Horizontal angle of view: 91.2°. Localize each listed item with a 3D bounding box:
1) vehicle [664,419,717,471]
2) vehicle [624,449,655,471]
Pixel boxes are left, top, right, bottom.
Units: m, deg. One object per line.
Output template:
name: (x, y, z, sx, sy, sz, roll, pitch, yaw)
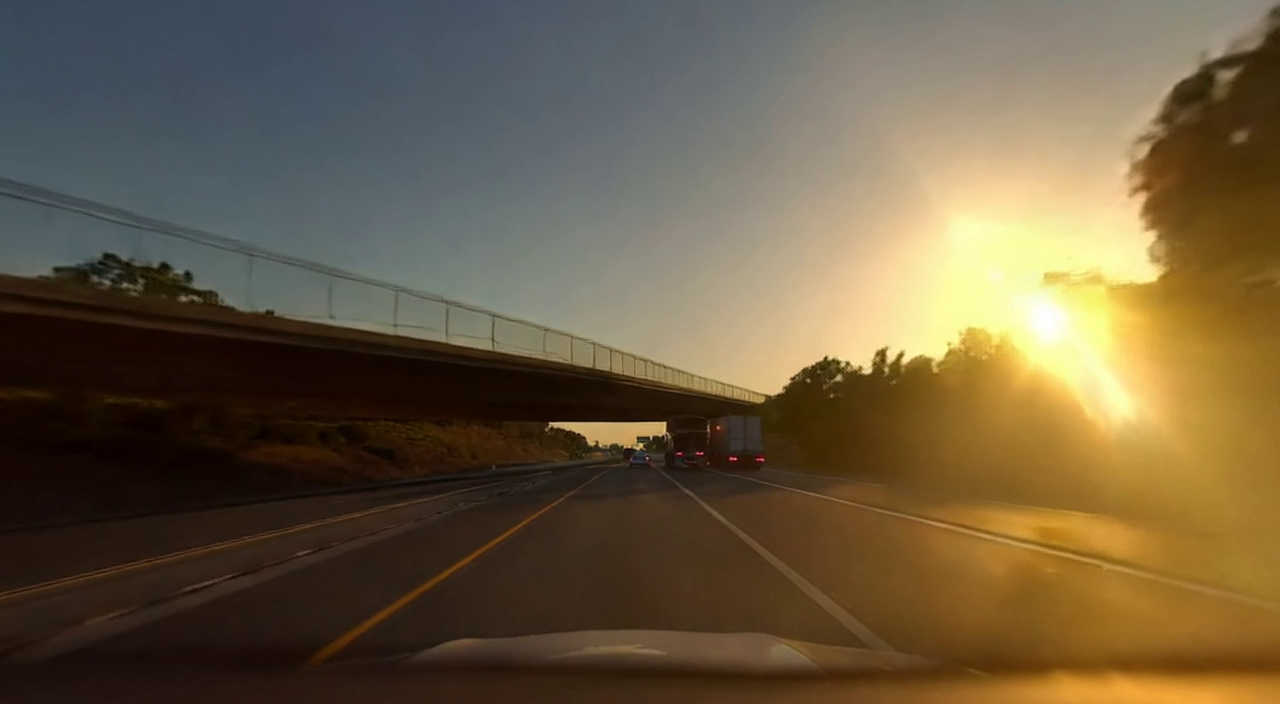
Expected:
vehicle: (3.482, 6.745, 45.218, 2.859, 3.332, 7.735, 0, -9, -2)
vehicle: (-0.072, 7.749, 44.992, 2.083, 1.473, 3.923, 0, -9, -1)
